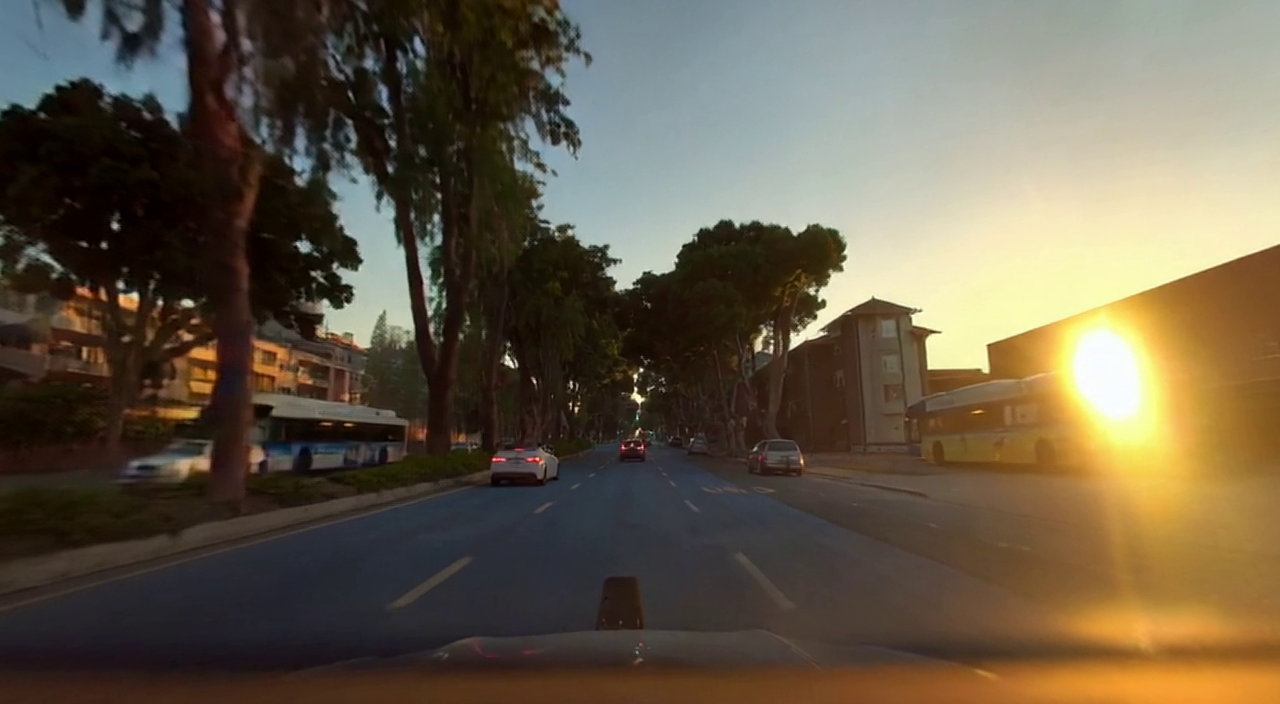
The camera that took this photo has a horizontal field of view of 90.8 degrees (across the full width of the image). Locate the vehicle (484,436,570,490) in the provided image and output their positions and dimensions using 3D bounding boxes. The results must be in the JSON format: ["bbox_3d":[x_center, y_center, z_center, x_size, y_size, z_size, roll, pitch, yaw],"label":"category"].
[{"bbox_3d":[-3.480,3.505,20.304,1.934,1.522,4.287,0,-8,1],"label":"vehicle"}]

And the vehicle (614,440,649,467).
[{"bbox_3d":[-0.486,6.189,38.714,1.999,1.520,3.896,0,-8,0],"label":"vehicle"}]

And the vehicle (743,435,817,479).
[{"bbox_3d":[6.376,4.866,29.608,2.206,1.803,5.753,0,-8,0],"label":"vehicle"}]

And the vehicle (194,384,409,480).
[{"bbox_3d":[-15.575,4.109,31.356,3.303,3.710,13.912,0,-8,-1],"label":"vehicle"}]

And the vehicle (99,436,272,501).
[{"bbox_3d":[-11.969,3.060,17.024,1.797,1.532,3.869,0,-8,-1],"label":"vehicle"}]

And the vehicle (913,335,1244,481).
[{"bbox_3d":[17.723,2.910,28.745,3.225,4.571,16.558,-3,-8,0],"label":"vehicle"}]
